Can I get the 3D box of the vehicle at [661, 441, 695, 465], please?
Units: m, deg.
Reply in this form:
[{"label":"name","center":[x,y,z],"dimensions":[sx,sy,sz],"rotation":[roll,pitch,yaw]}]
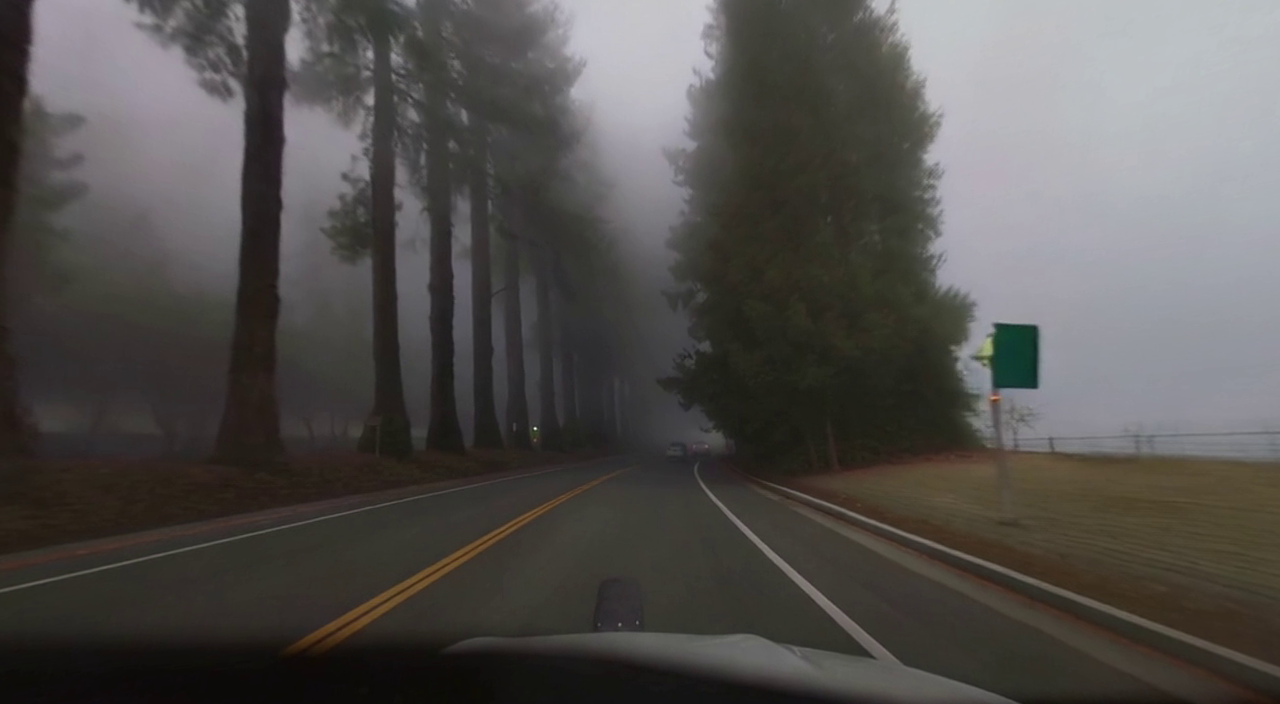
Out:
[{"label":"vehicle","center":[2.552,6.629,41.579],"dimensions":[2.071,1.474,4.047],"rotation":[-1,-9,6]}]
